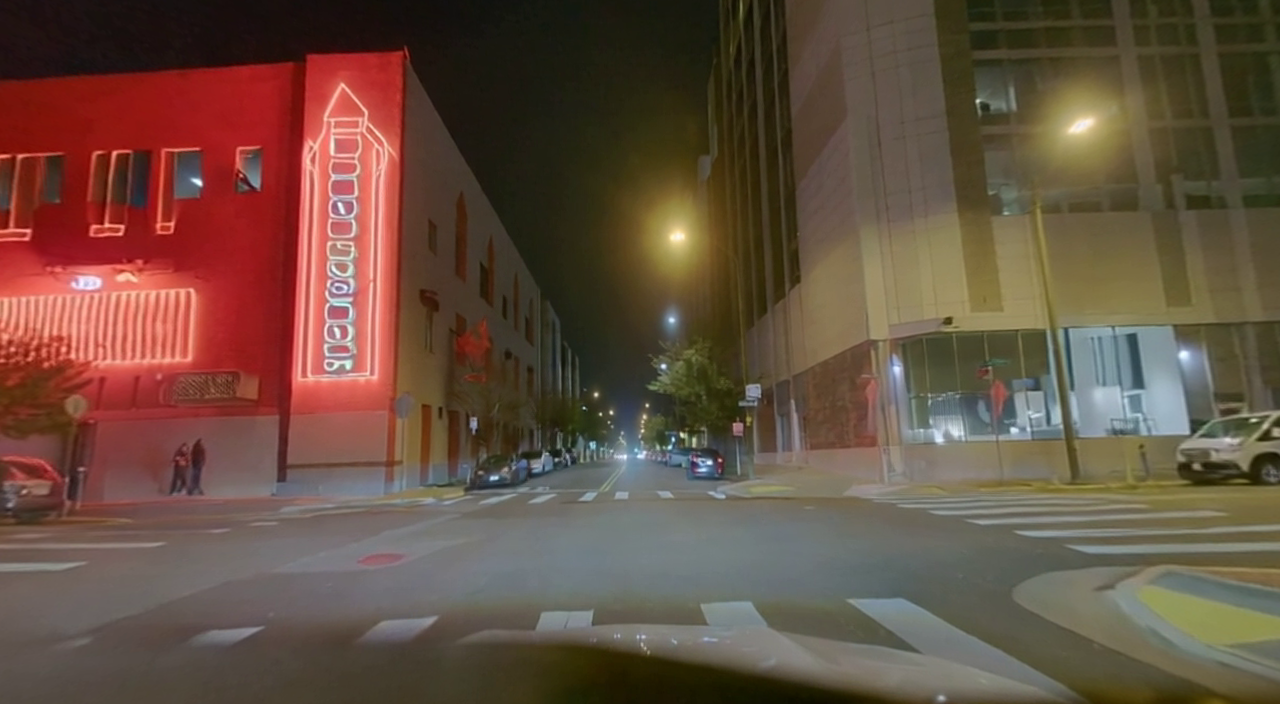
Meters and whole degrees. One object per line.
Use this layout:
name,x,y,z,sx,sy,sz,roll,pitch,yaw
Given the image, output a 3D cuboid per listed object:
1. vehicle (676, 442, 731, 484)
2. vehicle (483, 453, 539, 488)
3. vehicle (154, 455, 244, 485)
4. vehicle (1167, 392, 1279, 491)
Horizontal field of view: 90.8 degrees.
vehicle,2.726,4.885,28.051,1.917,1.680,4.500,0,-8,0
vehicle,-5.864,5.427,29.215,1.864,1.447,3.887,0,-8,-2
vehicle,-24.082,6.429,34.593,3.618,1.412,1.587,-1,-9,-7
vehicle,18.762,2.522,17.902,5.384,2.586,2.358,0,-8,0
